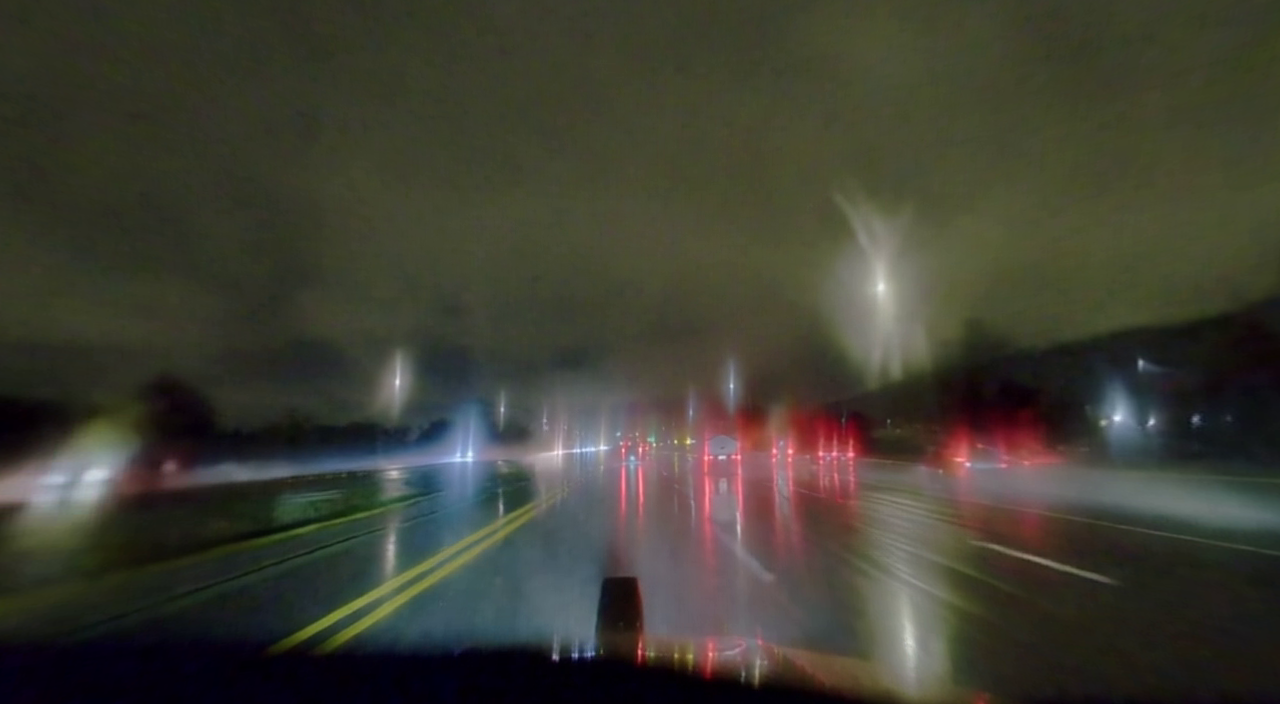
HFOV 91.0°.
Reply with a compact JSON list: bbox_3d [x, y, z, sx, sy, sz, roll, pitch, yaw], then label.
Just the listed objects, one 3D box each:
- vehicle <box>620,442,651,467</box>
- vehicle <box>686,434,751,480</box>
[{"bbox_3d":[-0.305,7.341,45.361,2.142,1.664,4.076,0,-9,1],"label":"vehicle"},{"bbox_3d":[3.354,4.619,27.986,2.269,1.839,4.554,0,-9,-1],"label":"vehicle"}]
